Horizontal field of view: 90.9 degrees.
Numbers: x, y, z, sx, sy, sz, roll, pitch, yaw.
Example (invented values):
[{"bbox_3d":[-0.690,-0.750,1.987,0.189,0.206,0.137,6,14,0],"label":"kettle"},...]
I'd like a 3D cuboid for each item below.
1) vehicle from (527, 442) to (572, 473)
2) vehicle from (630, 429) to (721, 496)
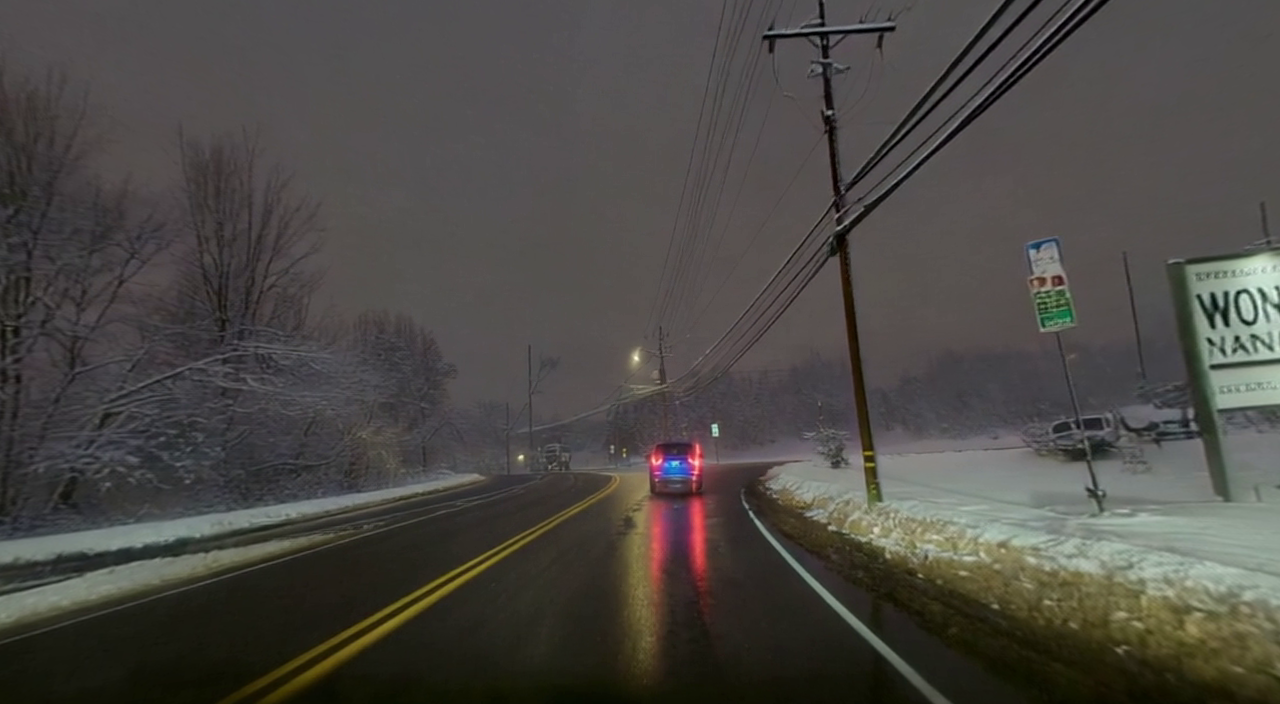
[{"bbox_3d":[-6.467,7.404,44.591,2.668,1.981,5.575,2,-9,-12],"label":"vehicle"},{"bbox_3d":[0.882,2.820,16.371,2.081,1.503,3.726,0,-8,2],"label":"vehicle"}]
